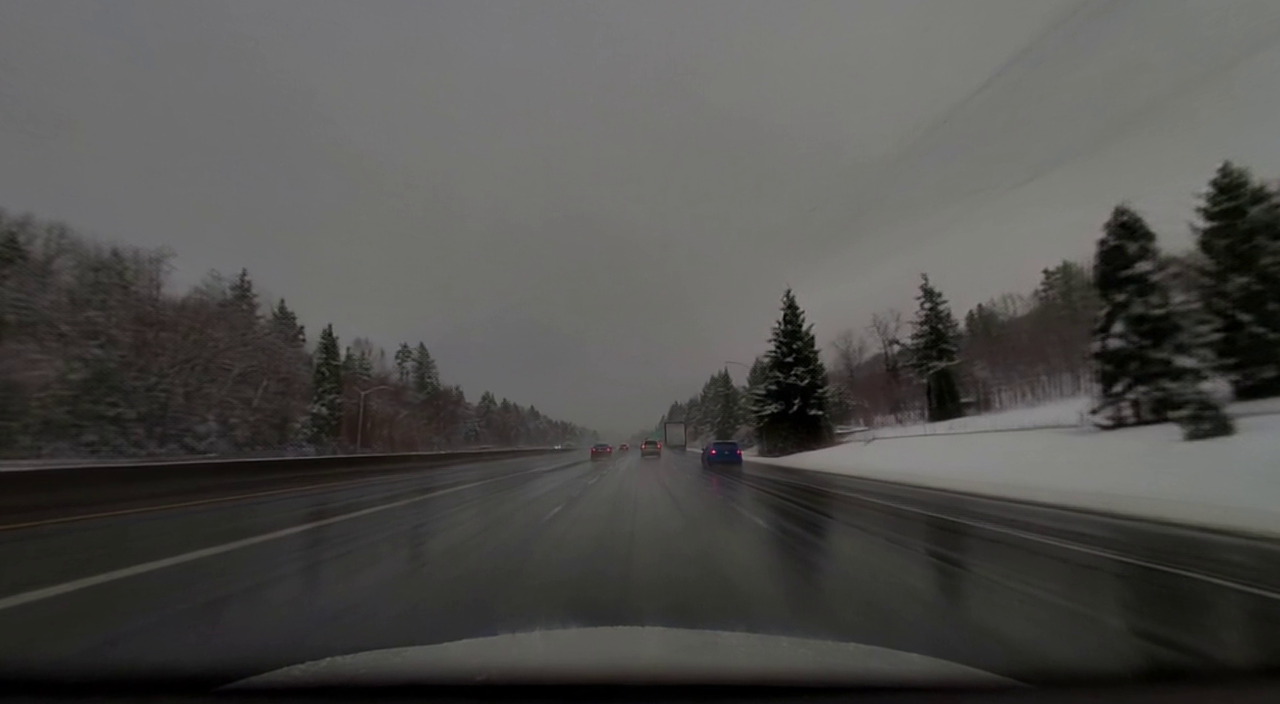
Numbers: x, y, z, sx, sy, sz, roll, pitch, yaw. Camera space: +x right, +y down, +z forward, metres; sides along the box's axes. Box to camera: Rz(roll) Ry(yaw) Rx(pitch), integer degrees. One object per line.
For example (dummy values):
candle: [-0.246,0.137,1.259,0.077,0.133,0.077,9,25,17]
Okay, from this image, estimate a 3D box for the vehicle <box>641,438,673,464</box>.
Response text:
vehicle: [1.214,7.378,46.933,2.205,1.785,4.423,0,-9,0]

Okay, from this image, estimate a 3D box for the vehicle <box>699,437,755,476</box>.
vehicle: [4.079,4.972,30.143,2.082,1.720,4.393,0,-9,0]
